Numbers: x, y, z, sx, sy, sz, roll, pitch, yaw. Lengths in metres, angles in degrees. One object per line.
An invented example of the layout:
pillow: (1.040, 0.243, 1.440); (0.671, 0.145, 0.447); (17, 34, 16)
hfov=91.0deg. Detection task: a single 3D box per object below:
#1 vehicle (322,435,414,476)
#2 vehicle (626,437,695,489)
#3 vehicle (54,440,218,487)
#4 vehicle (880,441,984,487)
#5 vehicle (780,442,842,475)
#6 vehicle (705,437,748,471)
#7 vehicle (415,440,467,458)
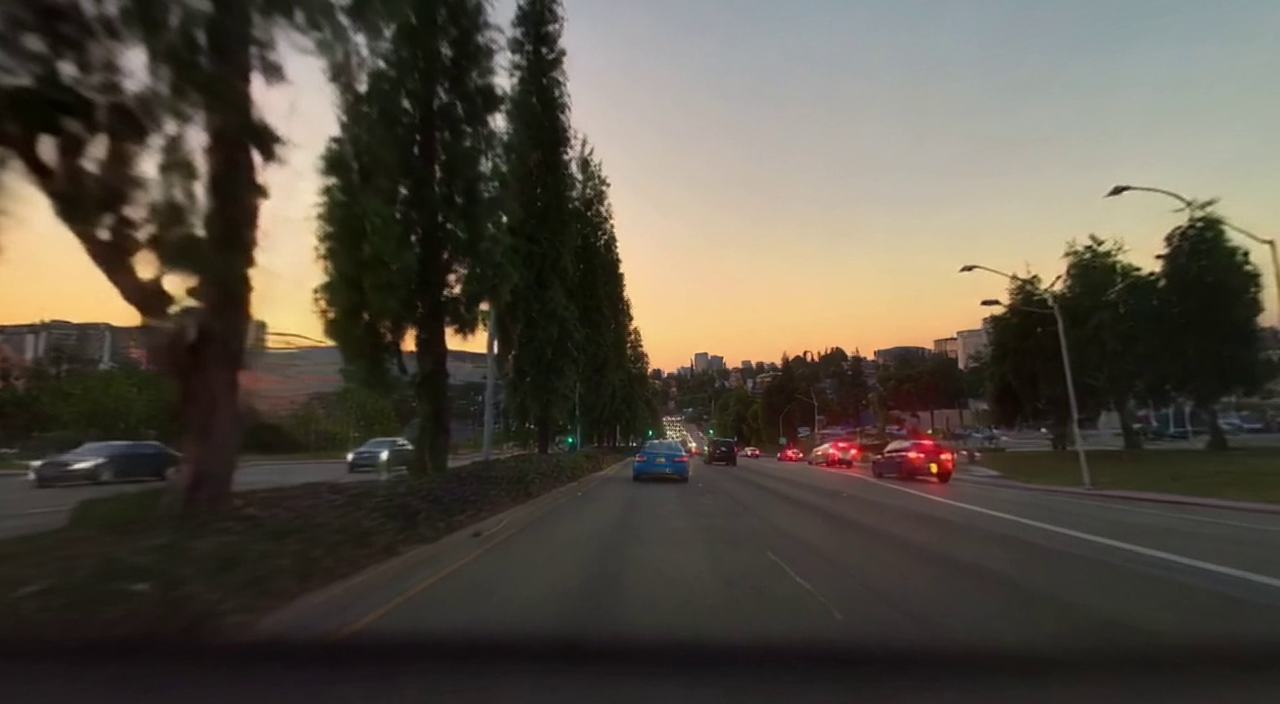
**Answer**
vehicle: (-10.835, 4.152, 25.460); (1.938, 1.502, 4.209); (0, -9, -2)
vehicle: (0.690, 3.786, 21.876); (2.145, 1.603, 4.369); (0, -9, 1)
vehicle: (-17.243, 3.812, 21.923); (1.874, 1.441, 4.625); (0, -9, 0)
vehicle: (11.935, 4.592, 26.193); (2.106, 1.719, 4.830); (0, -9, 2)
vehicle: (8.271, 5.189, 30.866); (1.928, 1.488, 4.361); (0, -9, 1)
vehicle: (4.872, 5.787, 35.947); (1.976, 1.796, 4.159); (0, -9, 2)
vehicle: (-13.109, 6.411, 41.720); (1.890, 1.132, 4.497); (1, -8, 2)
